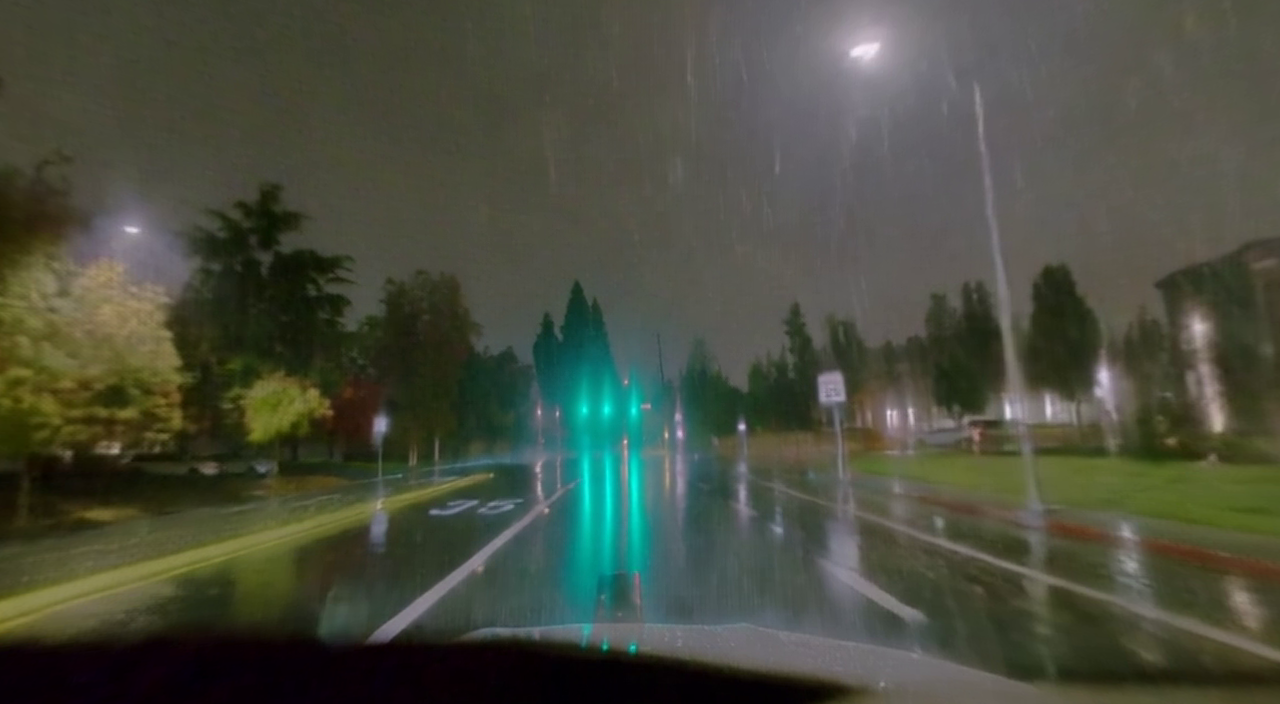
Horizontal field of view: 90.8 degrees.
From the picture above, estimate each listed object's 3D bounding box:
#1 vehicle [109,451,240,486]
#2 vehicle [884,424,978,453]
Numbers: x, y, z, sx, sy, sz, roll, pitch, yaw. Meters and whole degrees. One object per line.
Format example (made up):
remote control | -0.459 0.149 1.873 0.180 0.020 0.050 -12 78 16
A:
vehicle | -21.366 5.341 29.126 4.495 1.472 1.833 0 -8 -1
vehicle | 19.109 5.749 41.634 5.172 1.468 1.964 -4 -10 -2
